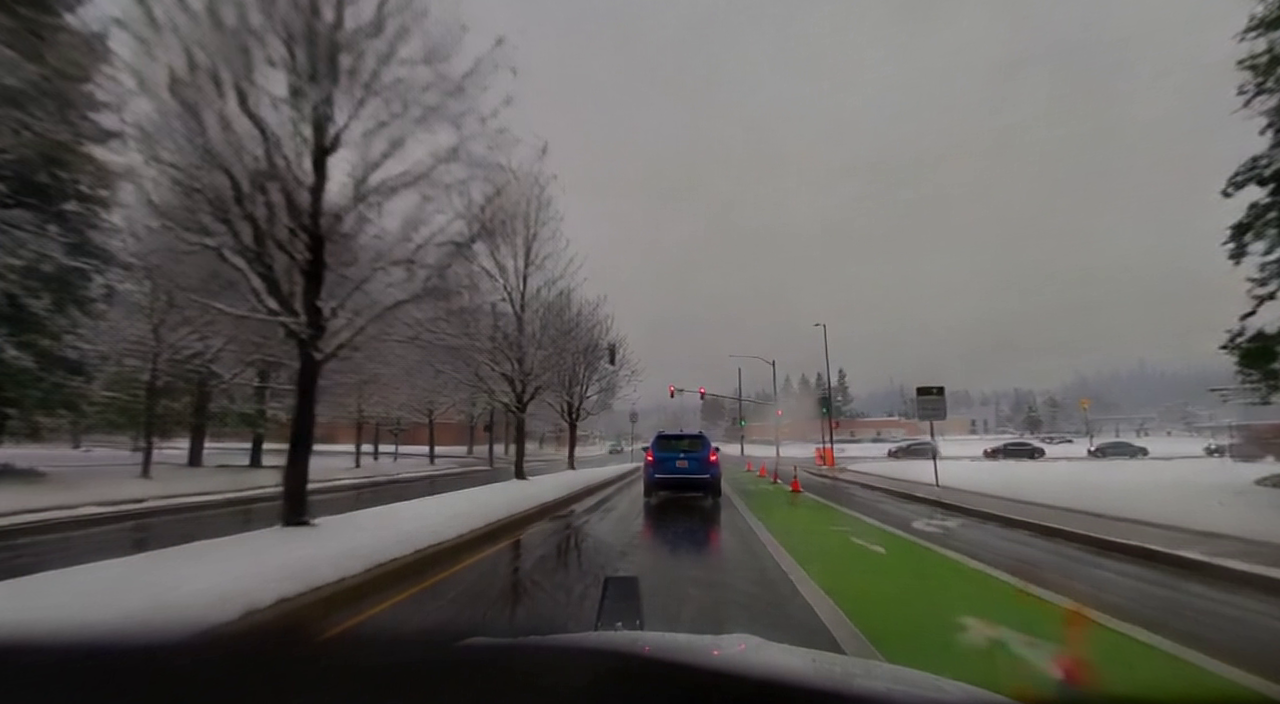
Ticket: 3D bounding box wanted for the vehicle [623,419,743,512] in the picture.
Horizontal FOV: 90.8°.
[{"bbox_3d":[0.978,2.540,14.663,2.339,1.790,4.629,0,-8,4],"label":"vehicle"}]
